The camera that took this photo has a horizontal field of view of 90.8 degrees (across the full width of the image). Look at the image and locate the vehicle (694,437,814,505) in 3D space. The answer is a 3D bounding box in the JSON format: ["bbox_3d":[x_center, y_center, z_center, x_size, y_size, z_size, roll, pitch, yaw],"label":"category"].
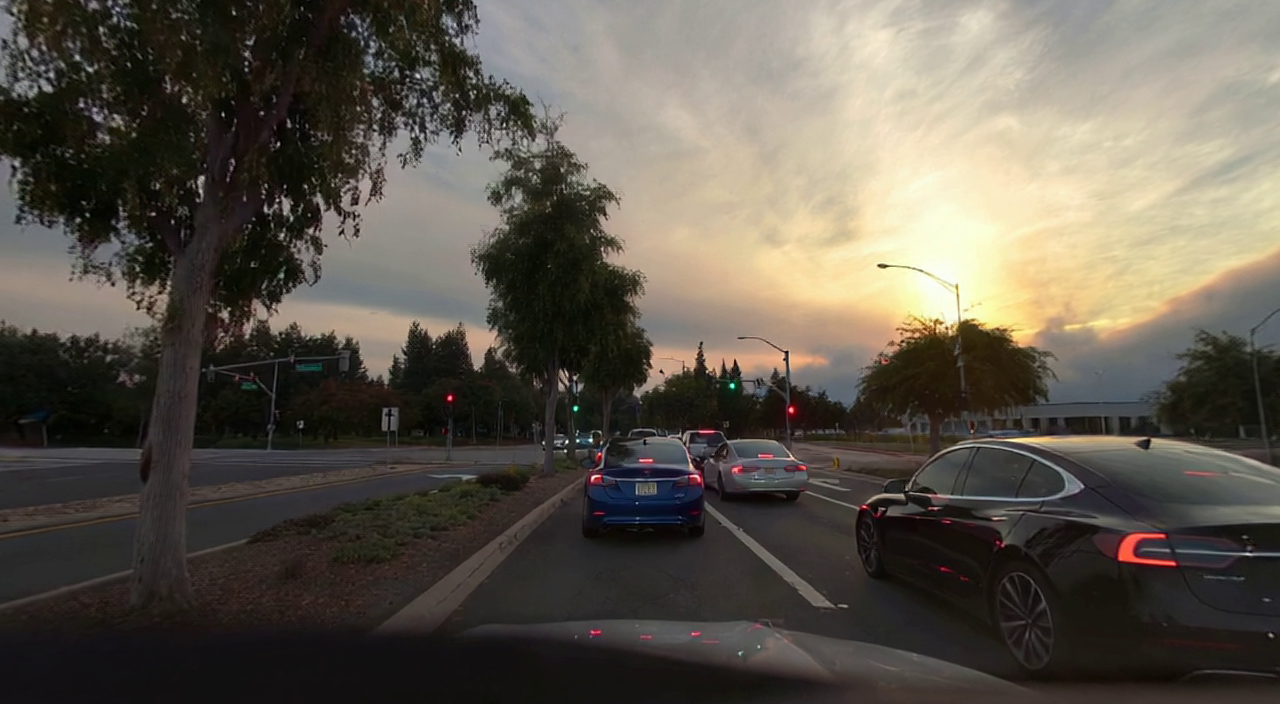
[{"bbox_3d":[2.699,2.933,16.042,2.058,1.466,4.208,0,-8,-3],"label":"vehicle"}]

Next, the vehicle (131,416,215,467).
[{"bbox_3d":[-29.263,5.615,39.706,2.608,2.990,3.026,2,-8,3],"label":"vehicle"}]

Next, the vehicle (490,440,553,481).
[{"bbox_3d":[-4.634,4.283,25.258,1.972,1.457,4.171,0,-8,-4],"label":"vehicle"}]

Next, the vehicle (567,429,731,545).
[{"bbox_3d":[0.031,2.088,10.485,2.147,1.499,4.240,0,-8,-2],"label":"vehicle"}]

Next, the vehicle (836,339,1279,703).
[{"bbox_3d":[3.186,1.111,4.301,2.167,1.676,4.443,0,-8,-1],"label":"vehicle"}]

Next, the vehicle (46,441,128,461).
[{"bbox_3d":[-42.149,7.538,48.217,4.418,1.415,1.941,0,-8,-2],"label":"vehicle"}]
